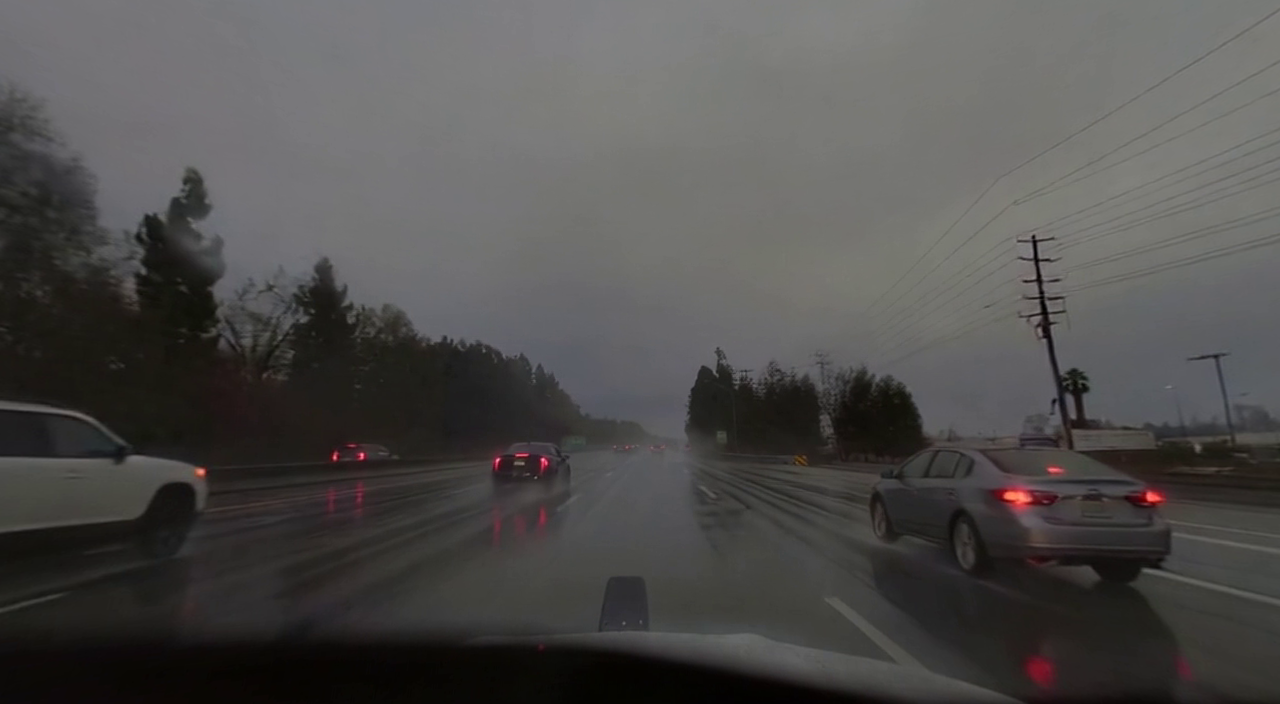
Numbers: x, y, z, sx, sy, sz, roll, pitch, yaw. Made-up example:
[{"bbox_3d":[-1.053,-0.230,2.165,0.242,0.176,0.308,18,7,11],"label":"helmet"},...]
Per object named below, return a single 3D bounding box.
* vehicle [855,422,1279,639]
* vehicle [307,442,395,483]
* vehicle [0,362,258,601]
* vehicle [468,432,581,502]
[{"bbox_3d":[4.138,1.577,6.746,2.022,1.472,4.678,0,-8,0],"label":"vehicle"},{"bbox_3d":[-10.924,4.183,24.126,1.594,1.442,3.569,0,-8,2],"label":"vehicle"},{"bbox_3d":[-6.884,1.232,6.179,2.658,2.048,5.689,0,-8,1],"label":"vehicle"},{"bbox_3d":[-3.010,3.116,17.544,2.133,1.668,4.505,0,-8,2],"label":"vehicle"}]
